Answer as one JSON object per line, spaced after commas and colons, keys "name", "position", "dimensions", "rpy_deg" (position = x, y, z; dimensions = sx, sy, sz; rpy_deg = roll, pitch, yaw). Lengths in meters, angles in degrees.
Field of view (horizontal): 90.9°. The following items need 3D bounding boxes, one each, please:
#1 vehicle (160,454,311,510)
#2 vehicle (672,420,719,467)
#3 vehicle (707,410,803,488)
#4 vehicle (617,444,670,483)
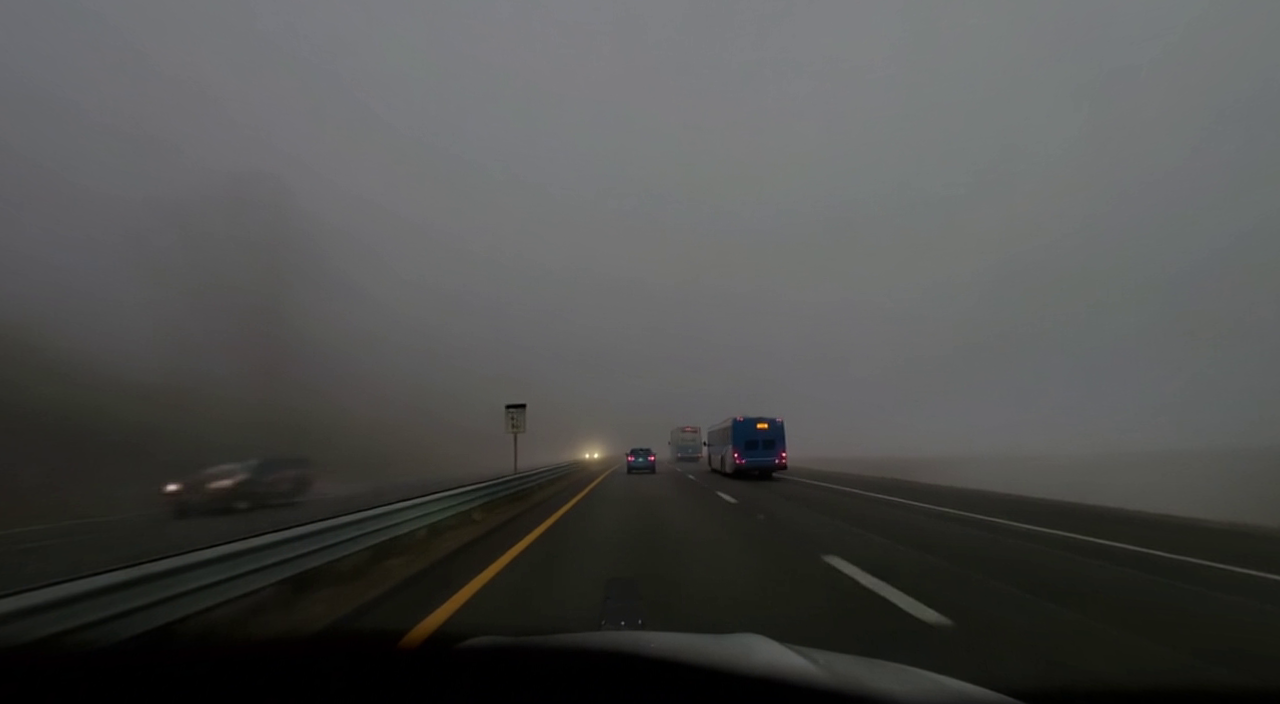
{"name": "vehicle", "position": [-12.518, 4.017, 19.898], "dimensions": [2.025, 1.546, 4.069], "rpy_deg": [0, -9, 0]}
{"name": "vehicle", "position": [4.217, 7.245, 49.679], "dimensions": [2.883, 3.358, 7.942], "rpy_deg": [0, -9, -1]}
{"name": "vehicle", "position": [4.165, 3.704, 24.085], "dimensions": [2.440, 2.555, 5.957], "rpy_deg": [0, -9, -1]}
{"name": "vehicle", "position": [0.108, 4.485, 25.527], "dimensions": [2.004, 1.449, 3.817], "rpy_deg": [0, -9, -1]}
